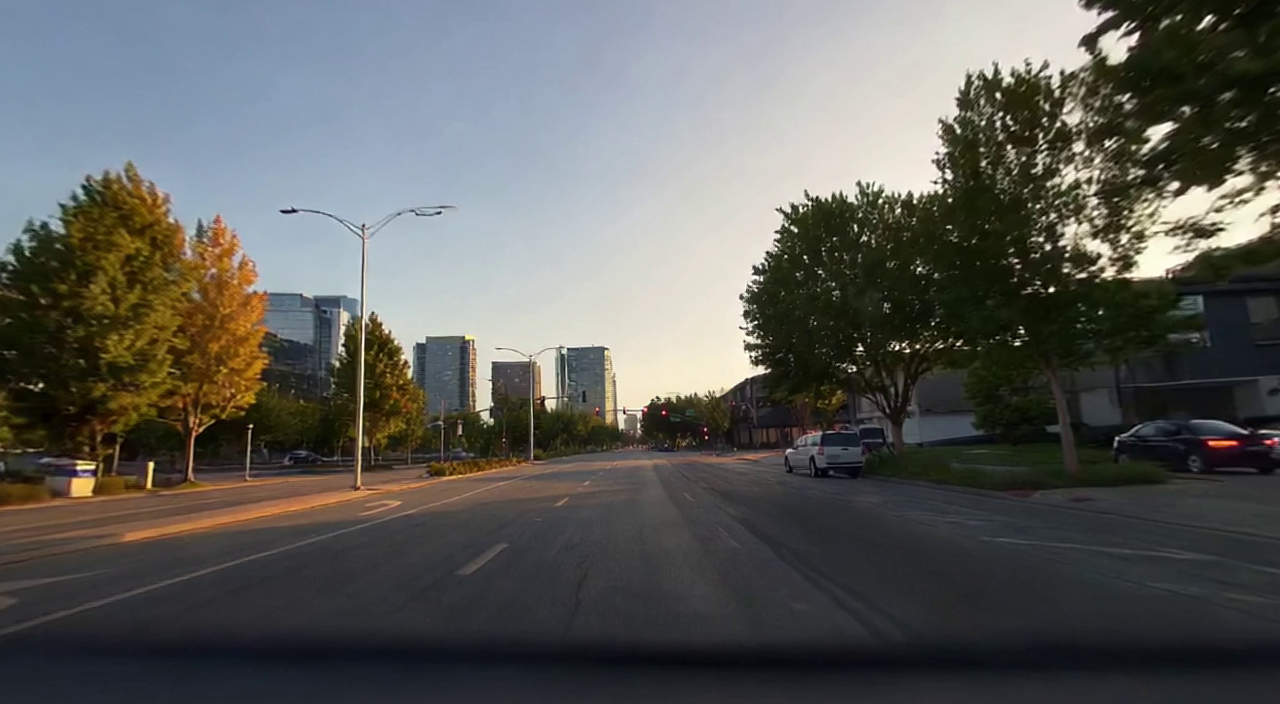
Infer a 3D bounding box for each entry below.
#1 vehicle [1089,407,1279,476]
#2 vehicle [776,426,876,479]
[{"bbox_3d":[17.275,2.840,19.953,2.295,1.874,5.096,0,-9,-2],"label":"vehicle"},{"bbox_3d":[7.374,4.075,25.811,2.234,1.880,5.812,0,-9,-1],"label":"vehicle"}]
